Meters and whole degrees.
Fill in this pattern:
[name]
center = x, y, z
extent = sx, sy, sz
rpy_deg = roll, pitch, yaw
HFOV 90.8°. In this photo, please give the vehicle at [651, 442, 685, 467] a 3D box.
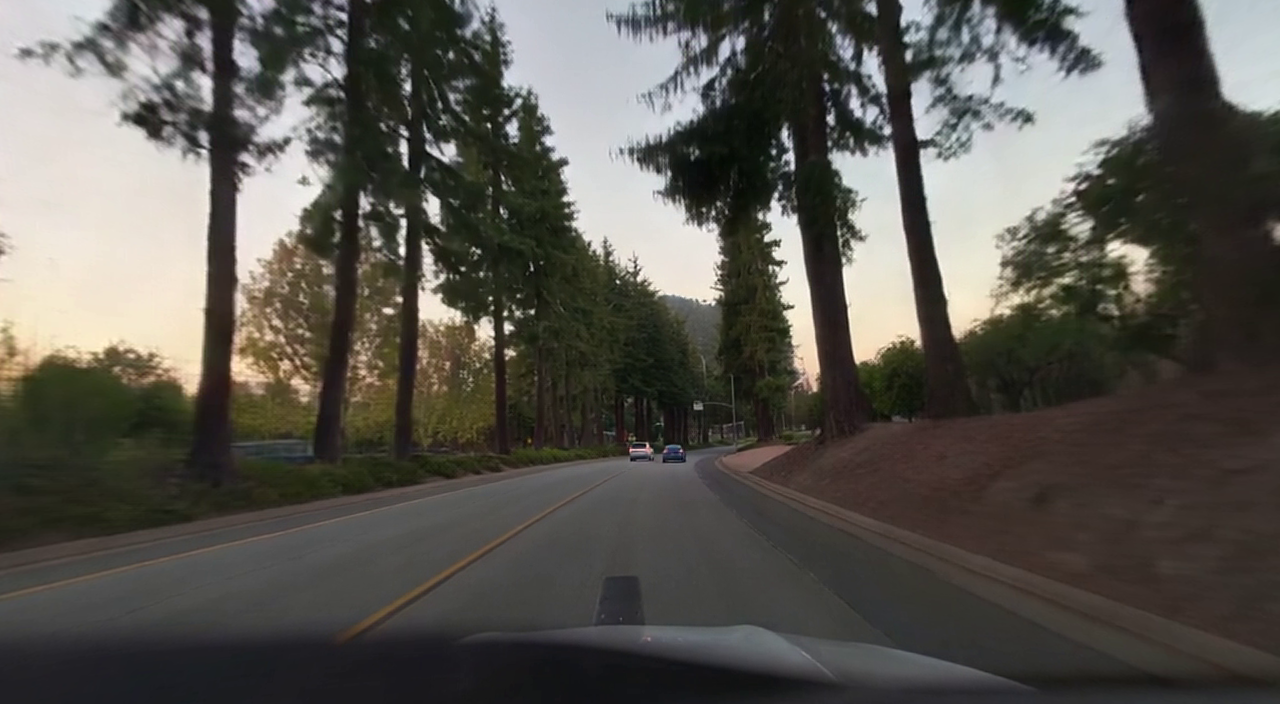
[vehicle]
center = 1.874, 6.650, 41.171
extent = 2.071, 1.474, 4.047
rpy_deg = -1, -8, 5
